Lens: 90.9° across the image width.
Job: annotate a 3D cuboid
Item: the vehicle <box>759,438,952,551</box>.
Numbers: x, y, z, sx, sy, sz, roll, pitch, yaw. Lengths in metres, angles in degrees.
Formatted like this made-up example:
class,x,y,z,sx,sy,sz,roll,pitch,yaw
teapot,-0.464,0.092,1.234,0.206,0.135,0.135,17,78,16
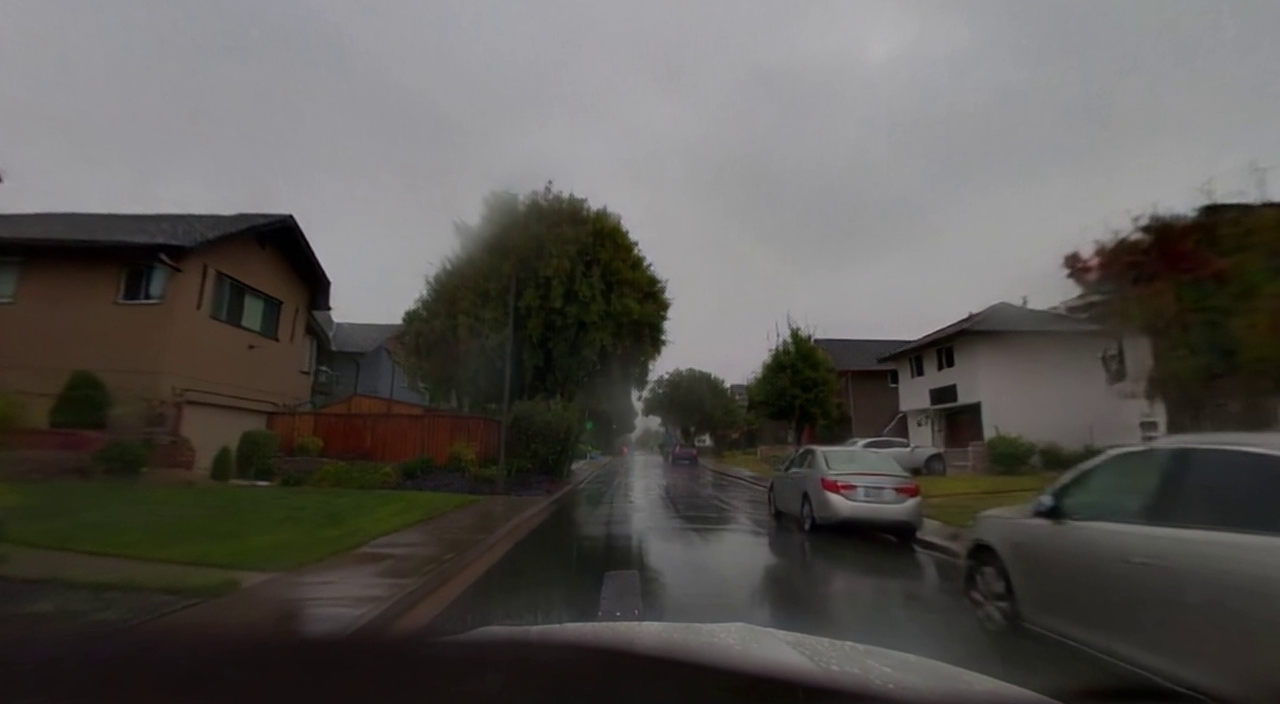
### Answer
class,x,y,z,sx,sy,sz,roll,pitch,yaw
vehicle,3.272,2.184,10.430,1.838,1.496,3.735,0,-8,0

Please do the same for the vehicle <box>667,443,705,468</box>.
class,x,y,z,sx,sy,sz,roll,pitch,yaw
vehicle,2.935,6.646,40.691,1.955,1.498,4.046,0,-8,-3

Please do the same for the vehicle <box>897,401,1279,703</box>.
class,x,y,z,sx,sy,sz,roll,pitch,yaw
vehicle,3.302,1.111,3.227,2.006,1.603,4.553,0,-8,-1
